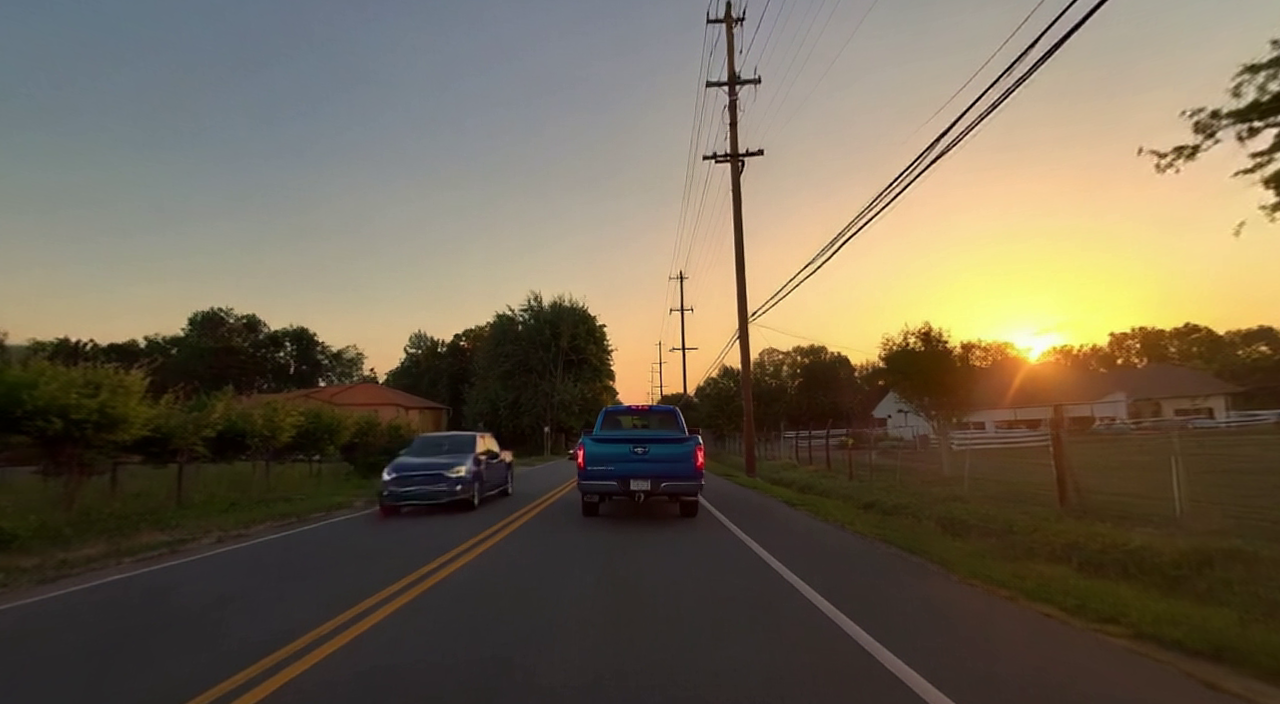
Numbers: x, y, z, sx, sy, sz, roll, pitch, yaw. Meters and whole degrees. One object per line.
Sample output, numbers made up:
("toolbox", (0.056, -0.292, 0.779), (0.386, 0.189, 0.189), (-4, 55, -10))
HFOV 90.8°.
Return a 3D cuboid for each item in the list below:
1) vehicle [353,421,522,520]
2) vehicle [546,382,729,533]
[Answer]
("vehicle", (-4.171, 2.529, 14.023), (2.193, 1.805, 4.657), (0, -9, 0))
("vehicle", (-0.085, 1.994, 12.371), (2.693, 2.223, 5.885), (0, -9, -1))
